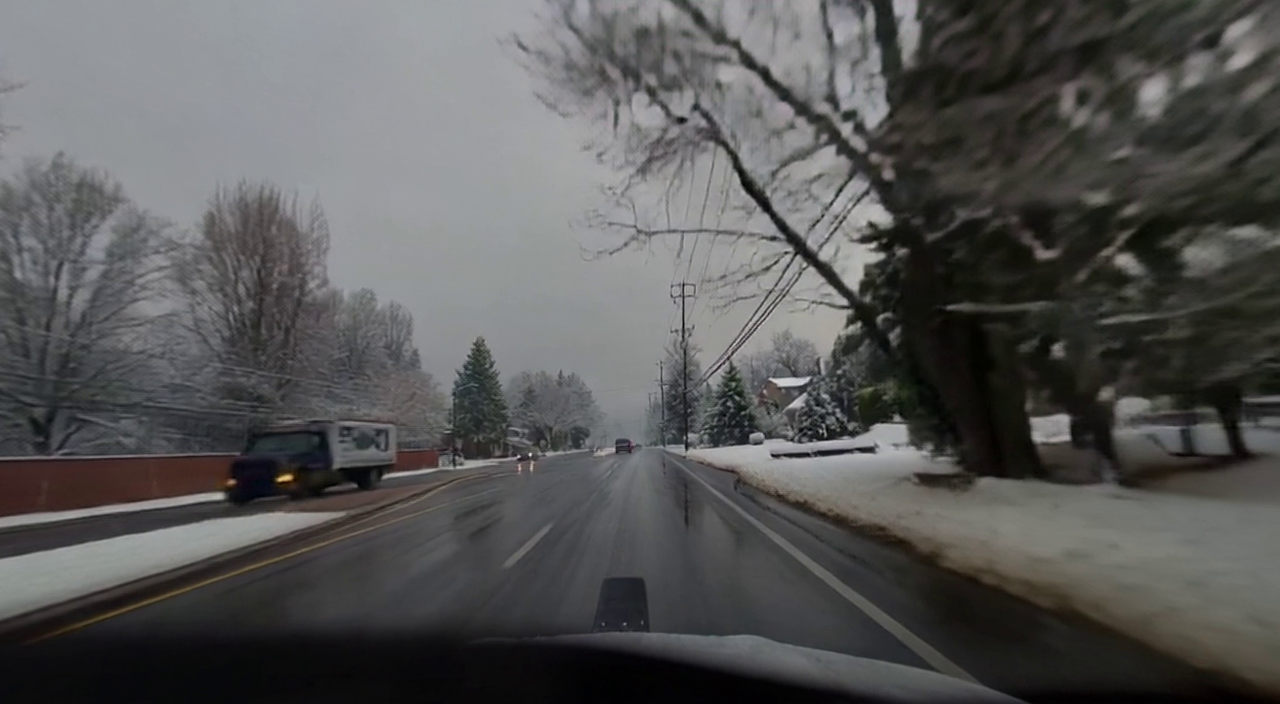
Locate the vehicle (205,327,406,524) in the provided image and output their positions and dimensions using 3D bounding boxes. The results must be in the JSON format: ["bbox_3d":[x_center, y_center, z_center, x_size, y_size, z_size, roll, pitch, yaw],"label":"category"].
[{"bbox_3d":[-6.957,1.586,13.659,2.365,3.642,3.374,-3,-7,2],"label":"vehicle"}]
